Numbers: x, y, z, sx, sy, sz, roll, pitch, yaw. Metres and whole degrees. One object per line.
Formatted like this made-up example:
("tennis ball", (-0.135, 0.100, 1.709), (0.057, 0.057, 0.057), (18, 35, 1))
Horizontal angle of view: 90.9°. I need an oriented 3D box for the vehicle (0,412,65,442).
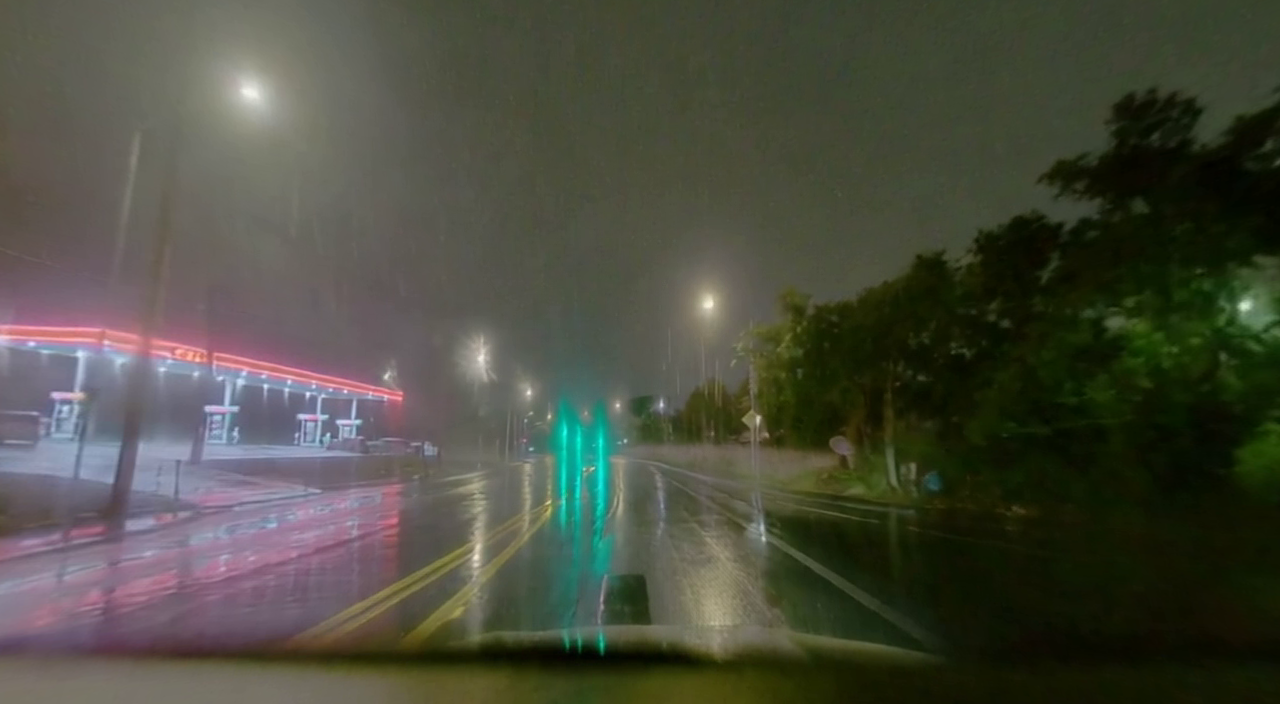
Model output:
("vehicle", (-34.052, 4.090, 34.109), (4.399, 1.566, 1.882), (-2, -9, 10))
